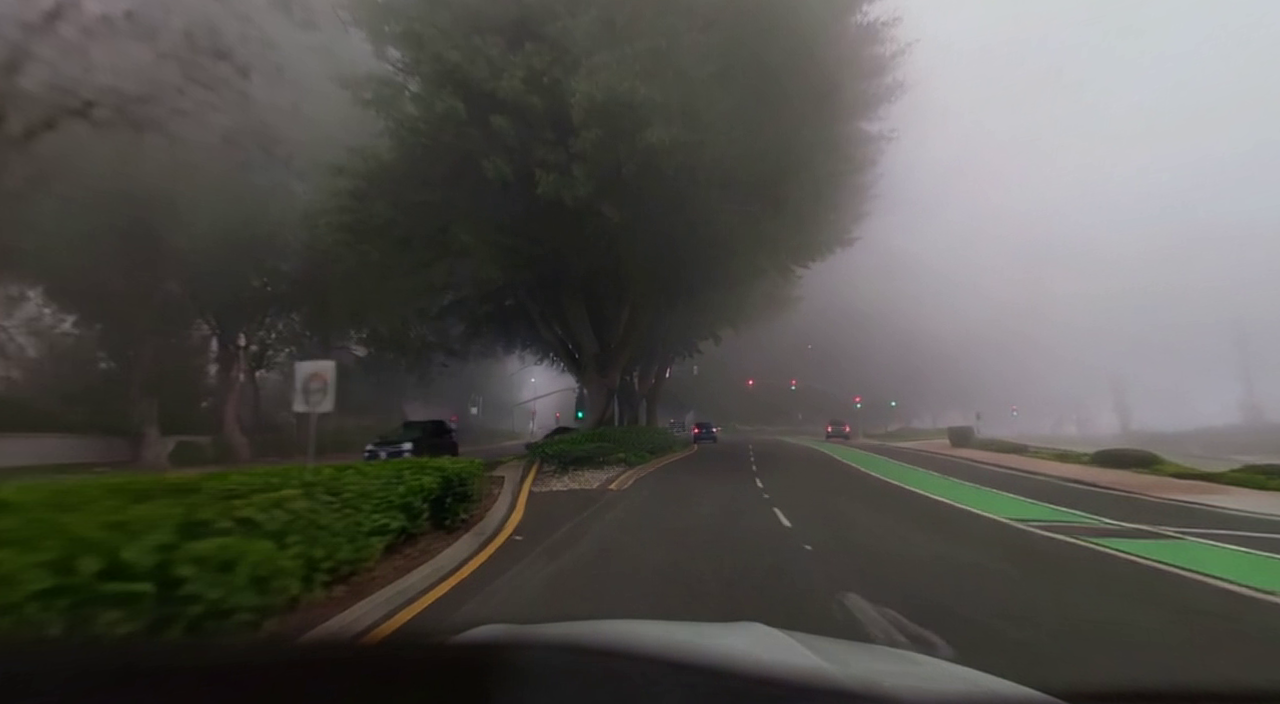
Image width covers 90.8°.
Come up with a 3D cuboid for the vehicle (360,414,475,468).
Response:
[{"bbox_3d":[-8.341,3.452,24.265,2.182,1.843,4.604,-1,-9,8],"label":"vehicle"}]
